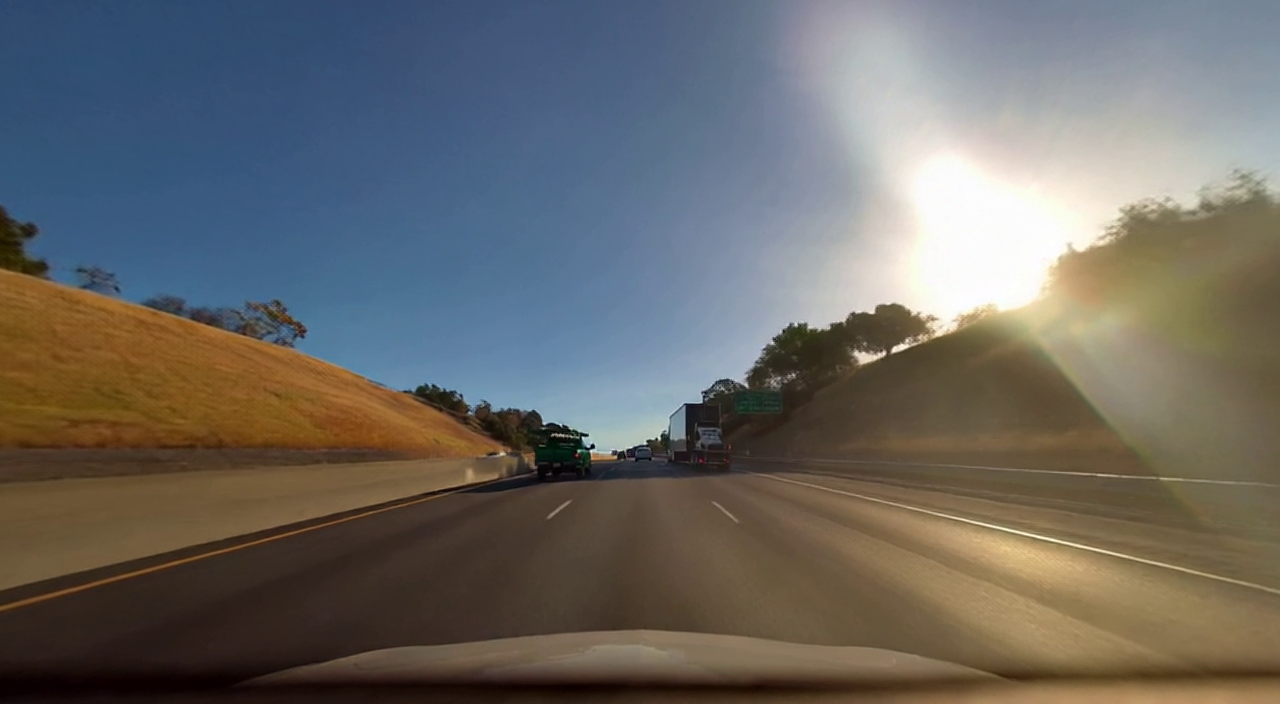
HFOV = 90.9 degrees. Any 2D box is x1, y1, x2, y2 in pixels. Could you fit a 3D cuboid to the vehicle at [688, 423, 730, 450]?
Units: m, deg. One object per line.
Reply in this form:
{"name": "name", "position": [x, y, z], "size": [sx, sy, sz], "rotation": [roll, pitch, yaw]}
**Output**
{"name": "vehicle", "position": [4.096, 5.128, 37.992], "size": [1.968, 1.547, 4.215], "rotation": [0, -9, -1]}

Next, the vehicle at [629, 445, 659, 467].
{"name": "vehicle", "position": [0.276, 7.581, 46.013], "size": [2.086, 1.497, 3.681], "rotation": [0, -9, 0]}

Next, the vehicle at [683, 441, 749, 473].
{"name": "vehicle", "position": [4.185, 6.085, 36.720], "size": [2.654, 1.574, 9.537], "rotation": [0, -9, 0]}

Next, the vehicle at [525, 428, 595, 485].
{"name": "vehicle", "position": [-3.074, 4.167, 25.180], "size": [2.142, 2.044, 4.446], "rotation": [0, -9, 1]}
